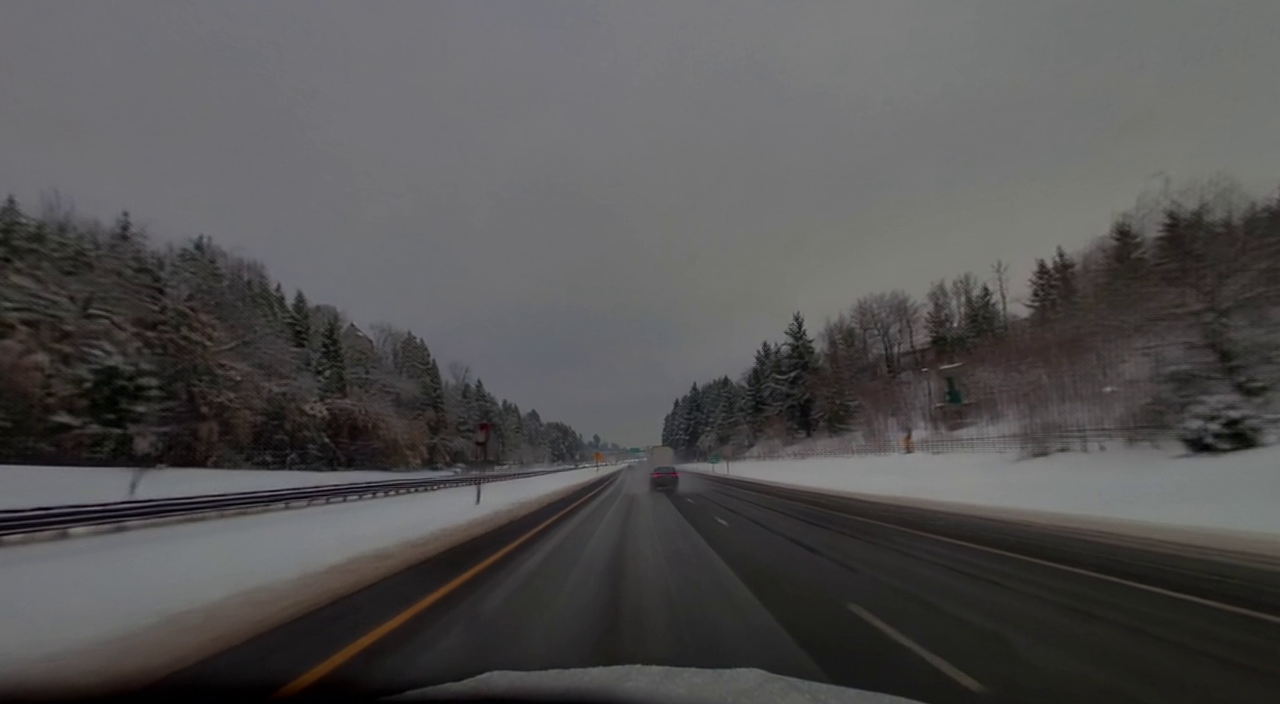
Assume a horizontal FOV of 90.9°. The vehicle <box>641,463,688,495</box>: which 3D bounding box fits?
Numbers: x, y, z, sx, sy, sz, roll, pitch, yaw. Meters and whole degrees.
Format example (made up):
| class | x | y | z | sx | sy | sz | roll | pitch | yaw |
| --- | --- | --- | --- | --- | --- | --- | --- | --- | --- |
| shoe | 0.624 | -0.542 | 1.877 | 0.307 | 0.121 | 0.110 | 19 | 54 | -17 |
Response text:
| class | x | y | z | sx | sy | sz | roll | pitch | yaw |
| --- | --- | --- | --- | --- | --- | --- | --- | --- | --- |
| vehicle | 1.165 | 6.233 | 31.047 | 1.976 | 1.467 | 3.783 | 1 | -11 | -3 |
